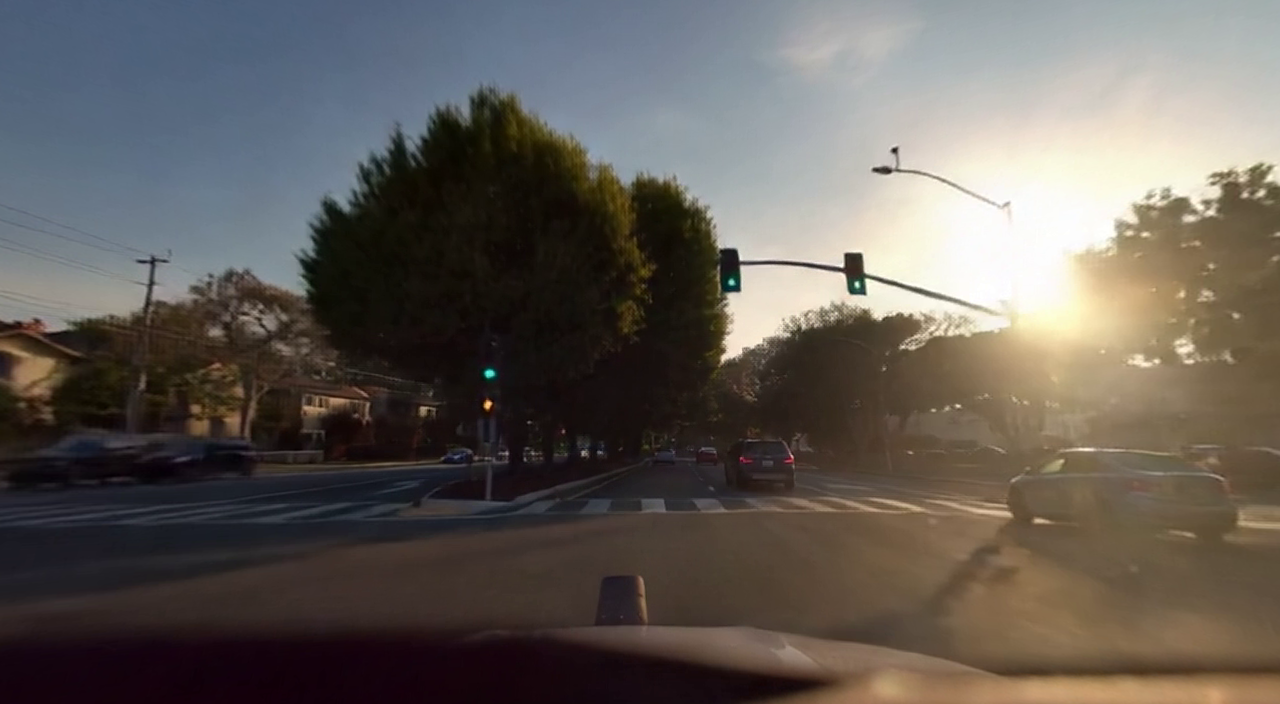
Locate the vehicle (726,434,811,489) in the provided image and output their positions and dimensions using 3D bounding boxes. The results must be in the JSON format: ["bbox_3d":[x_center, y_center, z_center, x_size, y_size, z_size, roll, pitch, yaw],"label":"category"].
[{"bbox_3d":[4.629,4.031,23.544,2.209,1.813,4.724,0,-8,0],"label":"vehicle"}]

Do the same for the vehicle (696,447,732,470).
[{"bbox_3d":[4.973,7.265,43.204,2.064,1.474,4.389,0,-9,2],"label":"vehicle"}]

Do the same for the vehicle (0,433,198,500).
[{"bbox_3d":[-15.195,3.176,17.896,2.025,1.625,4.528,0,-9,1],"label":"vehicle"}]

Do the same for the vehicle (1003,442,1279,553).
[{"bbox_3d":[8.403,2.301,10.738,1.949,1.492,4.103,0,-8,-1],"label":"vehicle"}]

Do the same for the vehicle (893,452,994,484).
[{"bbox_3d":[15.536,5.923,32.642,2.040,1.472,4.846,2,-9,-13],"label":"vehicle"}]
